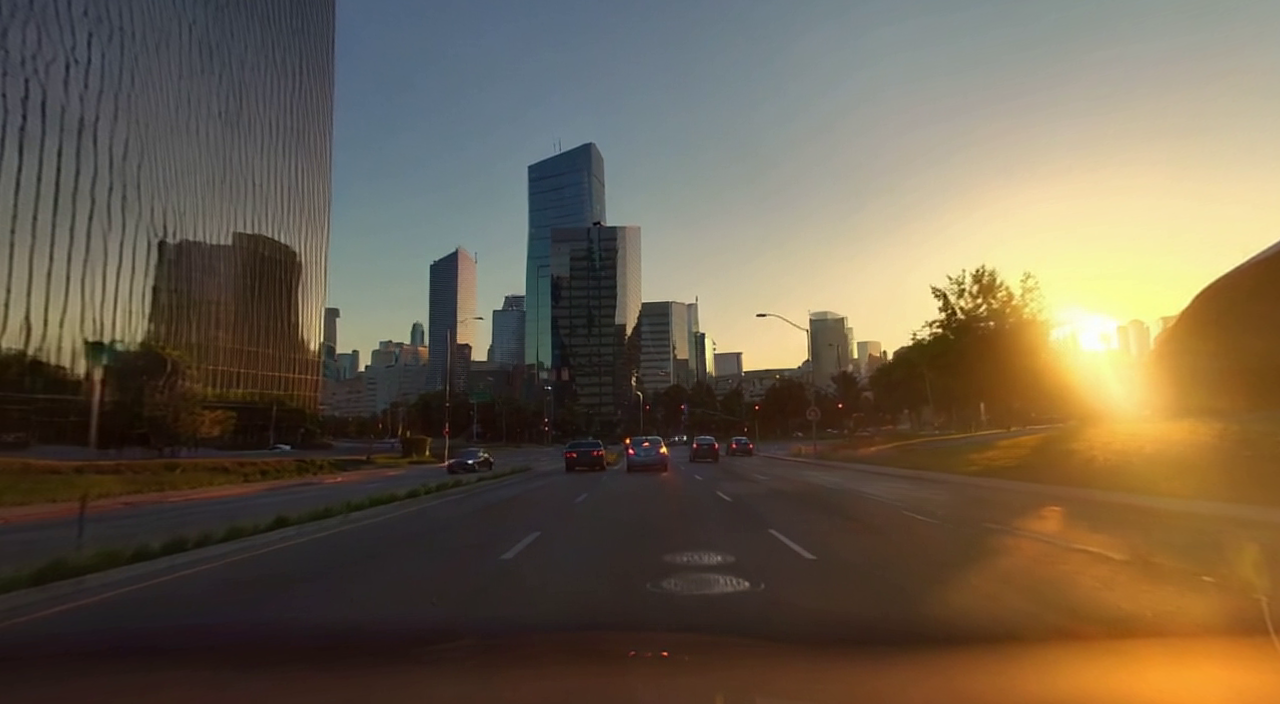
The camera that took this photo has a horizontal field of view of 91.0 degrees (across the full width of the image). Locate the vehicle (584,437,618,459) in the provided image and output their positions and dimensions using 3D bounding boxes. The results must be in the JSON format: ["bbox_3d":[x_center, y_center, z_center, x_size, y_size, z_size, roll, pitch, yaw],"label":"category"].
[{"bbox_3d":[-2.833,7.118,46.615,2.103,1.569,3.861,0,-9,2],"label":"vehicle"}]

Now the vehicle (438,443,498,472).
[{"bbox_3d":[-9.851,6.076,36.417,1.967,1.552,4.536,-1,-9,4],"label":"vehicle"}]

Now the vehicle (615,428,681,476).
[{"bbox_3d":[0.326,4.272,27.050,2.601,1.878,4.535,0,-8,0],"label":"vehicle"}]
